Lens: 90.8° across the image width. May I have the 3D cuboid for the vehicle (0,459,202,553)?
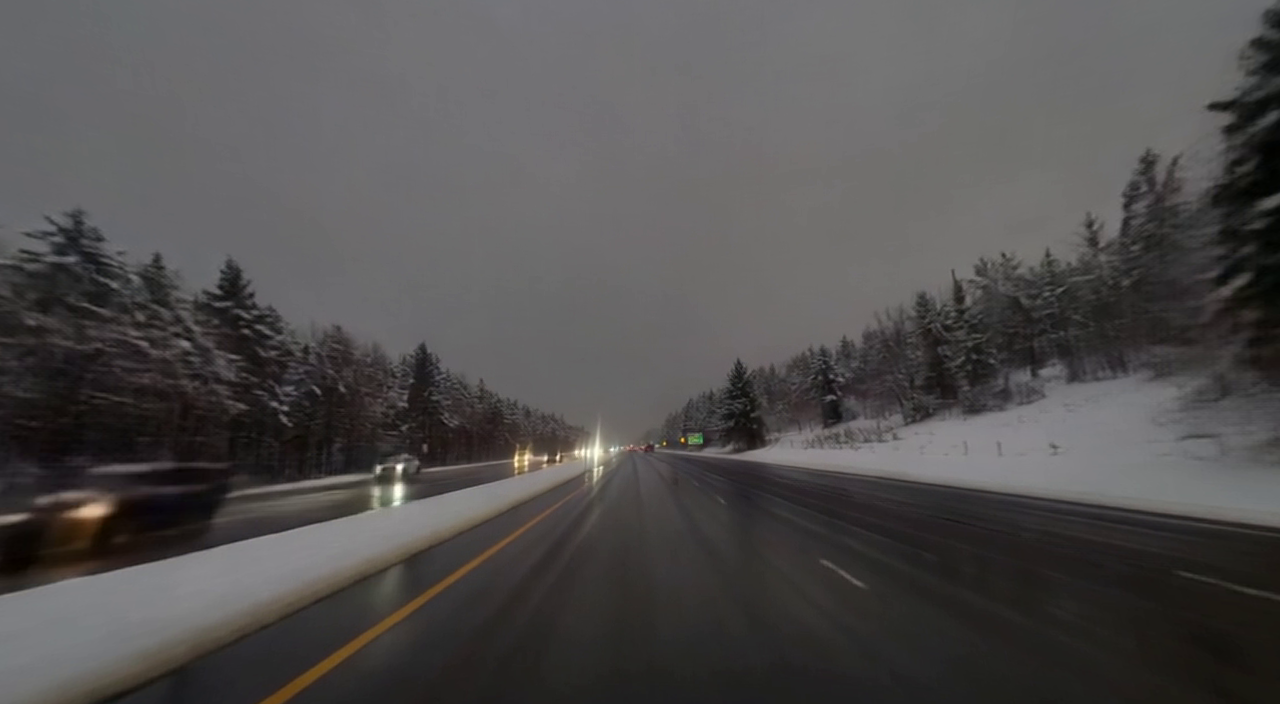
[{"bbox_3d":[-12.107,3.201,13.771,1.965,1.625,4.322,0,-9,0],"label":"vehicle"}]

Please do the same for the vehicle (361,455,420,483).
[{"bbox_3d":[-16.664,7.809,42.442,2.072,1.695,4.554,0,-9,0],"label":"vehicle"}]
